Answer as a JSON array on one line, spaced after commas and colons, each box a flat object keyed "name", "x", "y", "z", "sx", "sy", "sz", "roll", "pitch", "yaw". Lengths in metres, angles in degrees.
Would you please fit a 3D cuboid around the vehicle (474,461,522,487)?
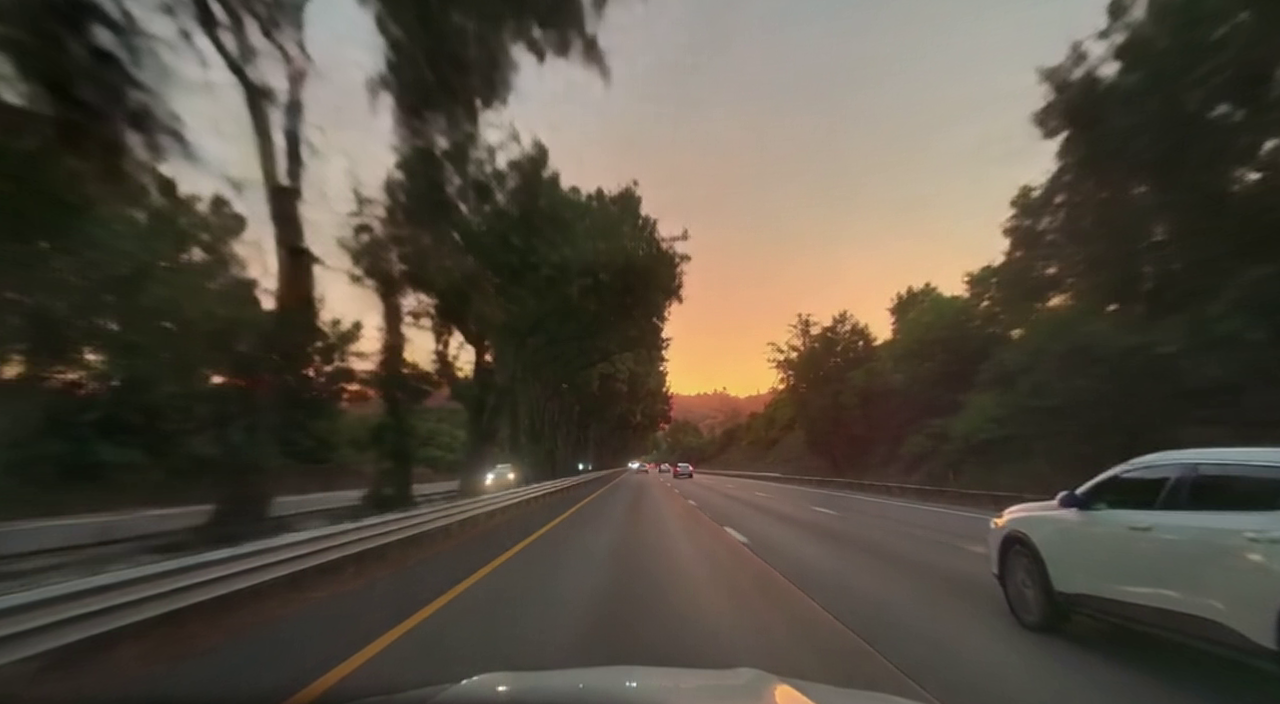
[{"name": "vehicle", "x": -8.605, "y": 7.452, "z": 38.531, "sx": 1.924, "sy": 1.440, "sz": 3.945, "roll": 1, "pitch": -10, "yaw": 1}]

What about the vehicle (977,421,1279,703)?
[{"name": "vehicle", "x": 3.677, "y": 1.139, "z": 3.110, "sx": 1.825, "sy": 1.494, "sz": 3.959, "roll": 1, "pitch": -10, "yaw": 0}]
